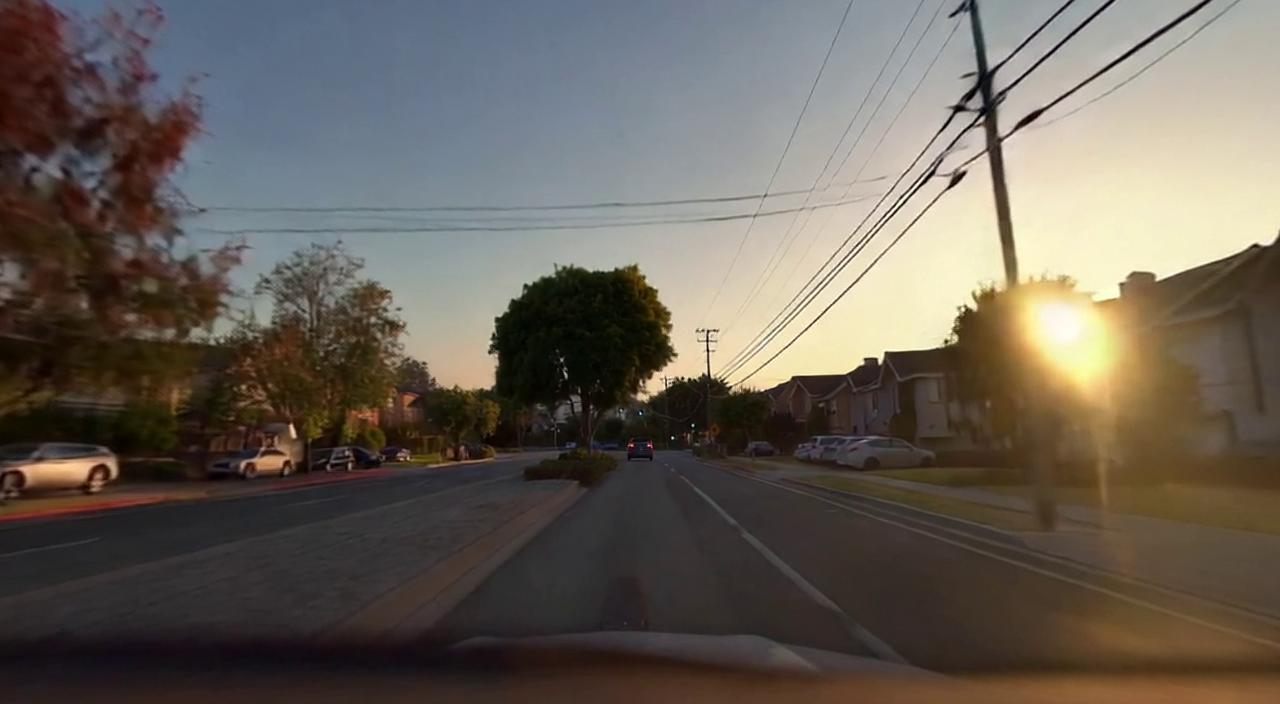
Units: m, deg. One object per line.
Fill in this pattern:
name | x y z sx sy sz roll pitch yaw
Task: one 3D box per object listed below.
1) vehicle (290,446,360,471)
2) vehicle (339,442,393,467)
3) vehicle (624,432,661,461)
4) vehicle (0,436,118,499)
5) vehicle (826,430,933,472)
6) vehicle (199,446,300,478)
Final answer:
vehicle | -20.050 6.789 40.404 2.050 1.501 4.588 0 -8 1
vehicle | -20.156 7.563 46.616 1.973 1.700 4.475 0 -8 -1
vehicle | 0.163 7.401 49.263 2.769 2.087 5.130 0 -8 -1
vehicle | -20.557 3.783 20.930 2.047 1.898 5.032 0 -8 1
vehicle | 11.770 4.894 31.247 4.305 1.997 2.453 0 -8 0
vehicle | -20.345 5.717 33.111 2.178 1.484 4.726 0 -8 2
